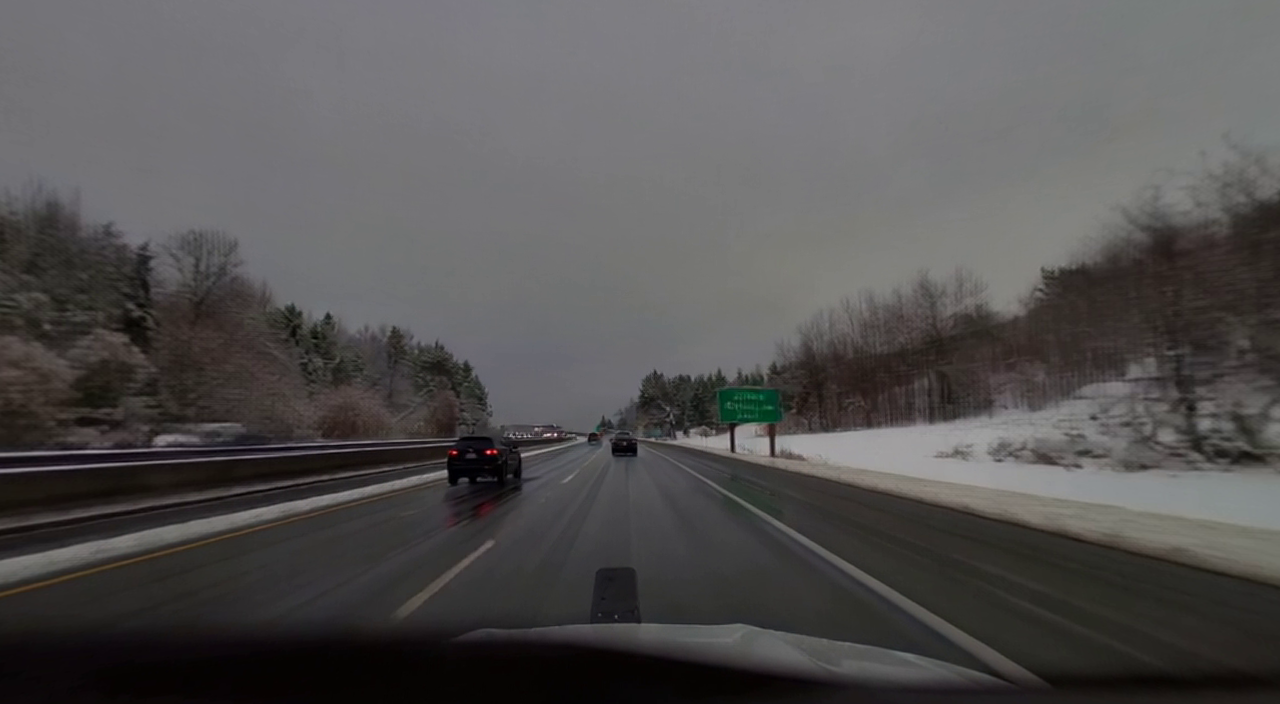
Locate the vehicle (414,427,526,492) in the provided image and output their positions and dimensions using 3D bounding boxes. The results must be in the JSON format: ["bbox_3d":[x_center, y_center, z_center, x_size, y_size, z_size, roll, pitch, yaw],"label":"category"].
[{"bbox_3d":[-4.458,2.864,17.237,1.975,1.518,4.242,0,-8,-1],"label":"vehicle"}]

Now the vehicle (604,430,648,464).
[{"bbox_3d":[-0.752,4.956,33.108,2.162,1.616,4.242,0,-8,-1],"label":"vehicle"}]
